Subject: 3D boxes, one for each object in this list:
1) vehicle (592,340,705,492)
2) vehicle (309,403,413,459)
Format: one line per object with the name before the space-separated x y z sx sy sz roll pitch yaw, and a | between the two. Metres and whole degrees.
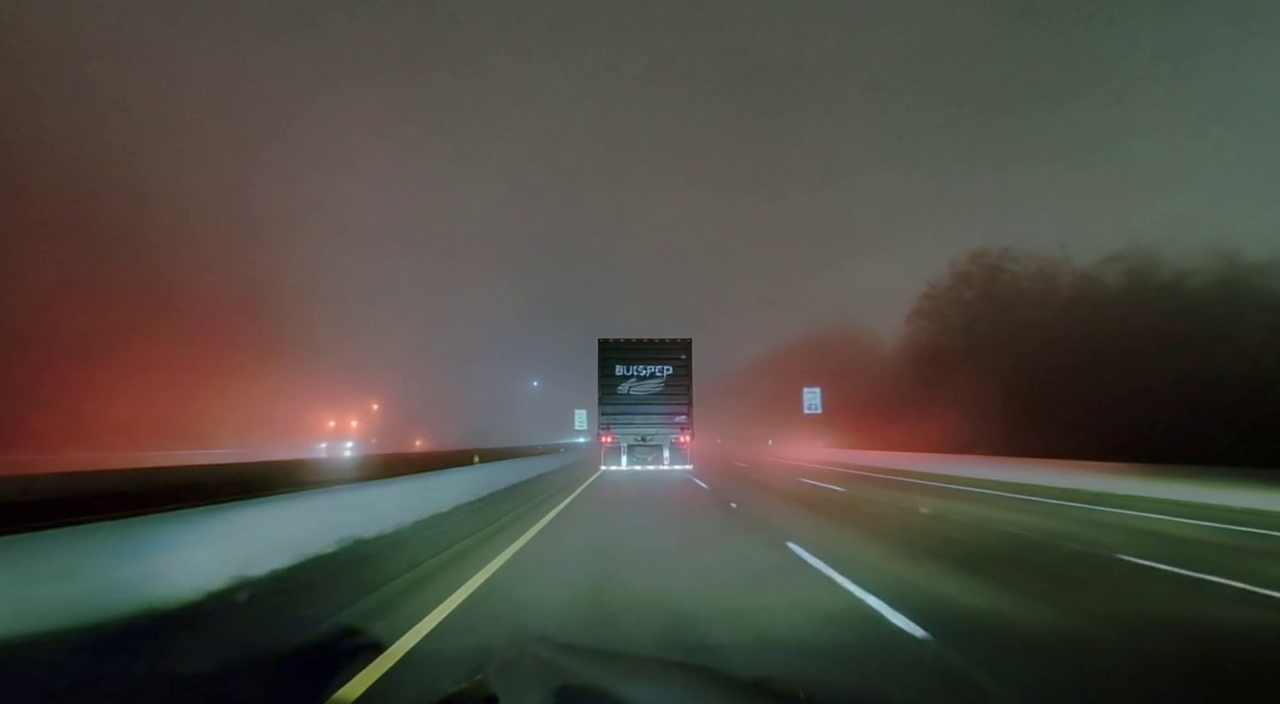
vehicle | 0.132 2.200 20.553 2.870 3.911 8.697 0 -8 -1
vehicle | -15.339 4.441 35.207 2.644 2.823 6.810 0 -8 0
